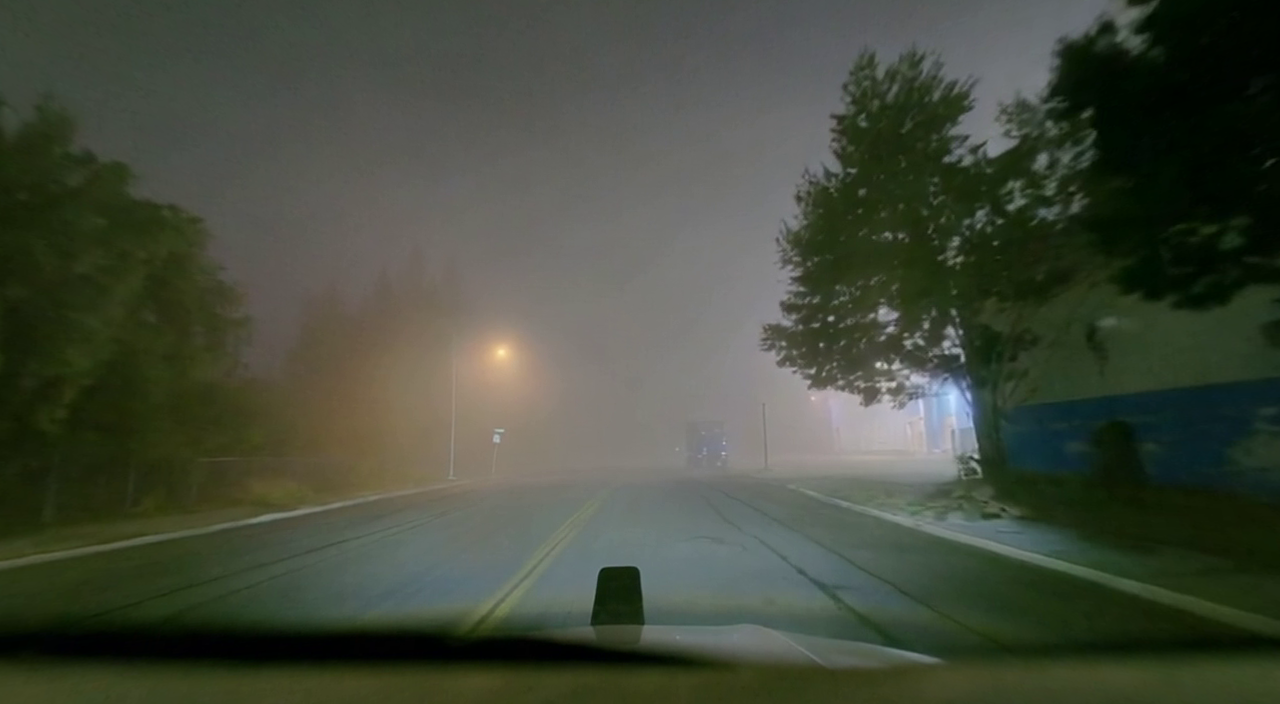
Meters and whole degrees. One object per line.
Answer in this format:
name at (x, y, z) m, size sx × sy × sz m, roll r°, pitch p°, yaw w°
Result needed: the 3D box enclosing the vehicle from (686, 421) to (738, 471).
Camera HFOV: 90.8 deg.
vehicle at (4.977, 6.677, 44.900) m, size 3.019 × 3.303 × 6.252 m, roll 0°, pitch -8°, yaw 1°
